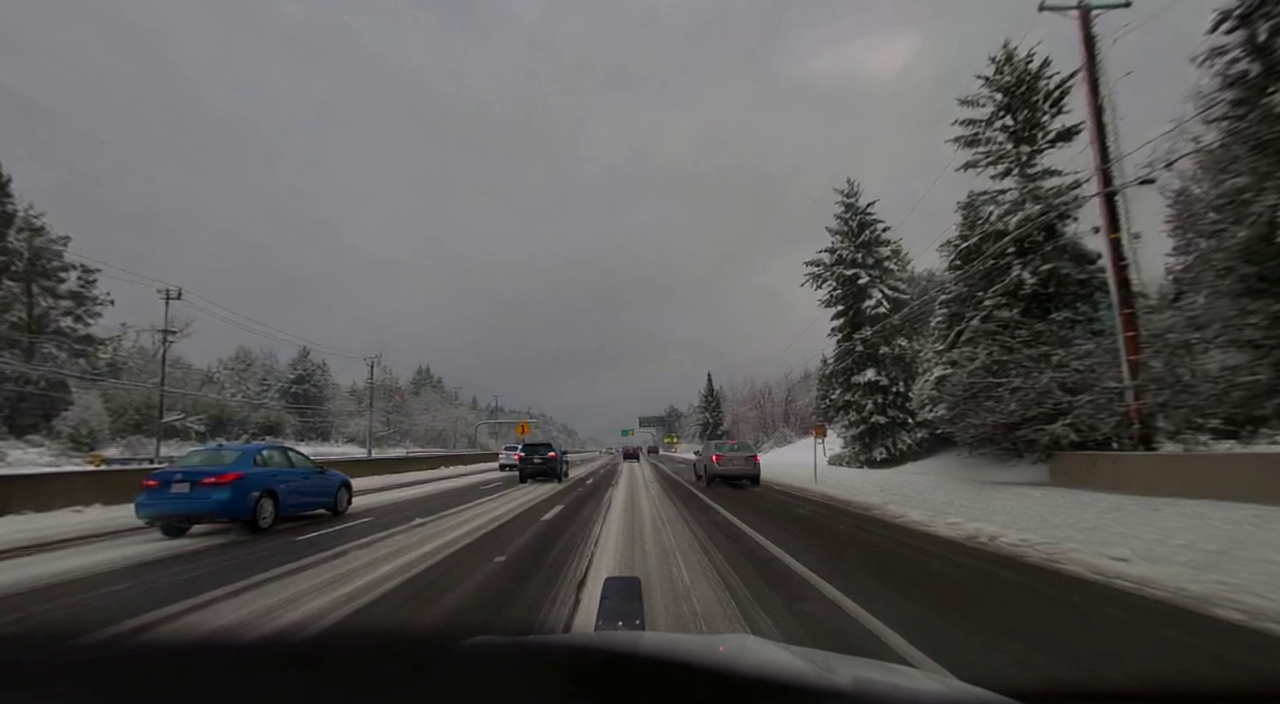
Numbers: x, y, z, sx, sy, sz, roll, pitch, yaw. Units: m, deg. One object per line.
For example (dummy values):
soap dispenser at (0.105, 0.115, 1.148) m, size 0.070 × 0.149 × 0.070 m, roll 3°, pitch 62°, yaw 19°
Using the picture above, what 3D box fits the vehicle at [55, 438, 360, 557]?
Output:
vehicle at (-6.434, 2.158, 10.162) m, size 1.903 × 1.482 × 4.180 m, roll 0°, pitch -8°, yaw 0°

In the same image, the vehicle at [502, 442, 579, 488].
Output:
vehicle at (-3.451, 4.015, 22.848) m, size 2.066 × 1.488 × 4.377 m, roll 0°, pitch -8°, yaw 0°

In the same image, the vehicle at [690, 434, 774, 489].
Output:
vehicle at (3.040, 3.727, 21.829) m, size 2.100 × 1.659 × 4.387 m, roll 0°, pitch -8°, yaw -2°
